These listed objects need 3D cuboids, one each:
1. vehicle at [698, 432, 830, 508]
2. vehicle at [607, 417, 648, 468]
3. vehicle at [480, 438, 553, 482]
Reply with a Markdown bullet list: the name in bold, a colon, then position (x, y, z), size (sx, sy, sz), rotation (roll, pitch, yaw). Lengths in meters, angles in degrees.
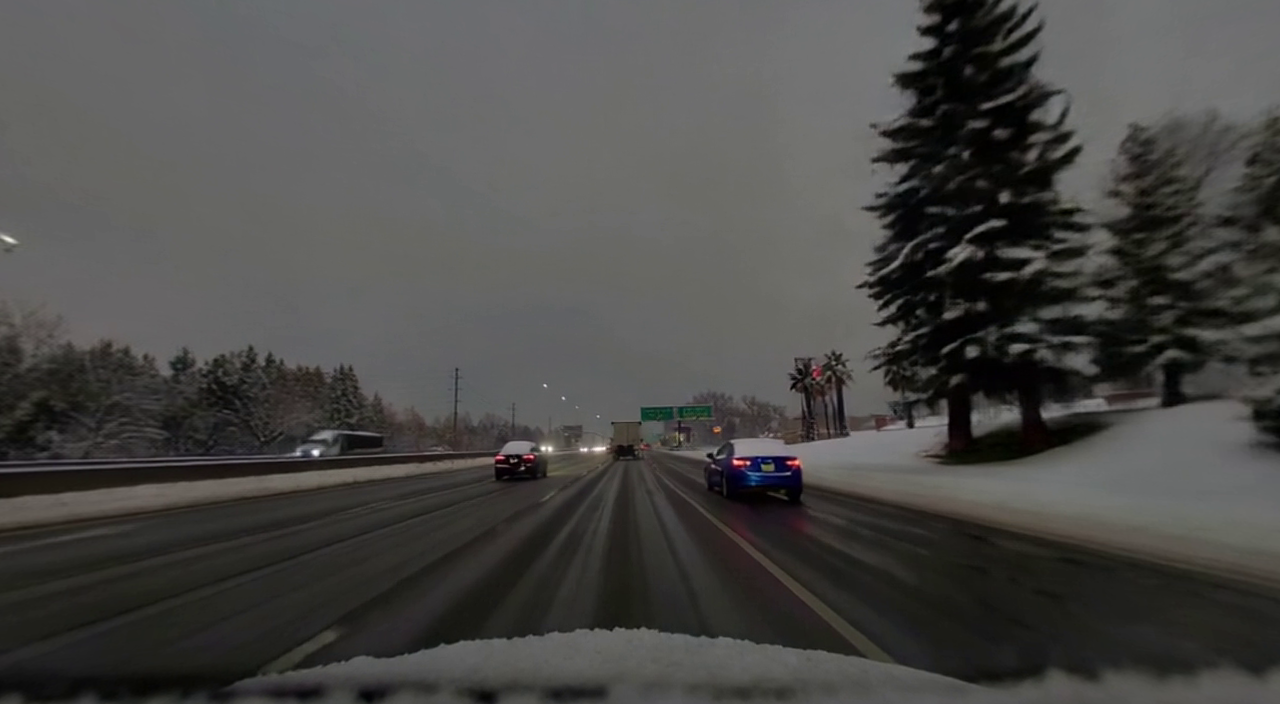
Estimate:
- **vehicle**: position (2.872, 2.872, 15.866), size (2.175, 1.598, 4.584), rotation (0, -9, -3)
- **vehicle**: position (-0.857, 5.828, 40.576), size (2.364, 2.953, 6.495), rotation (0, -8, -2)
- **vehicle**: position (-4.855, 4.304, 25.540), size (2.021, 1.598, 4.887), rotation (0, -8, -1)
